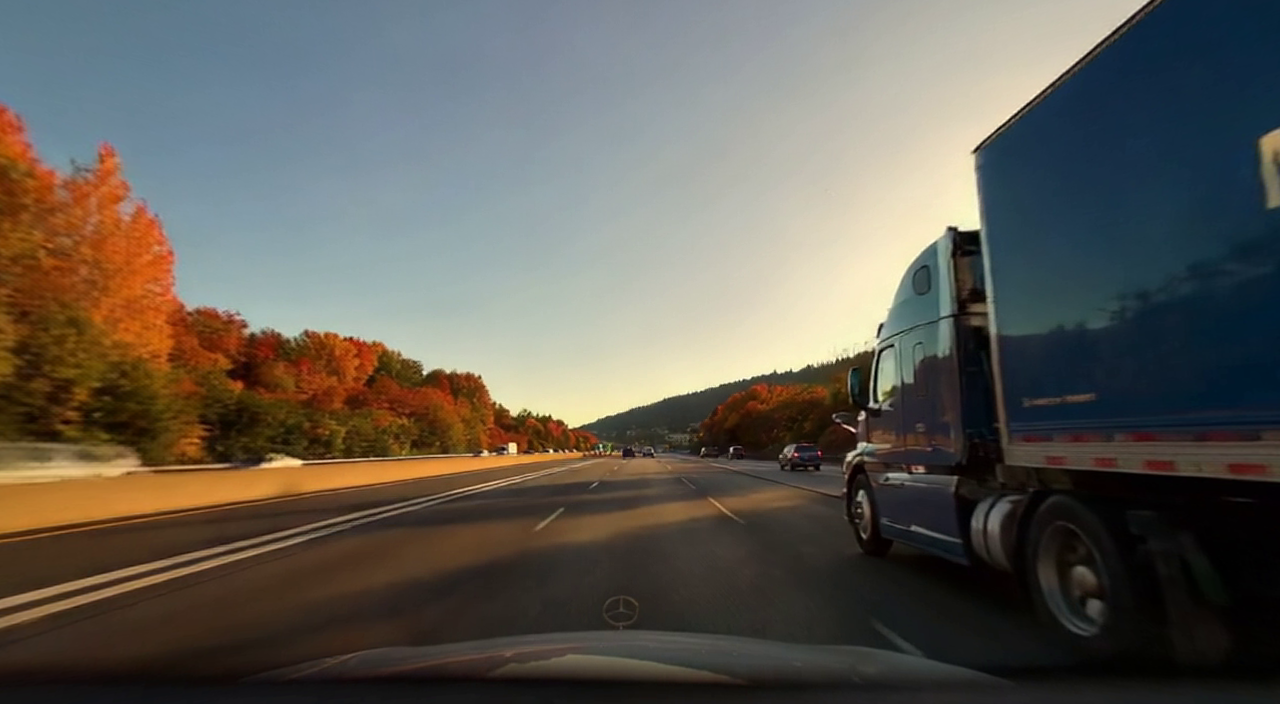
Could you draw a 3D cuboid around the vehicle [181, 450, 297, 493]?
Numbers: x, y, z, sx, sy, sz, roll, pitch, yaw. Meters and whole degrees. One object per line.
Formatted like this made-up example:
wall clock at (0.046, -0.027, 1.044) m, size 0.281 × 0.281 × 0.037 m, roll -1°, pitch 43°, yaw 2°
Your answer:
vehicle at (-15.402, 4.588, 24.344) m, size 1.850 × 1.489 × 3.955 m, roll 0°, pitch -9°, yaw 0°
